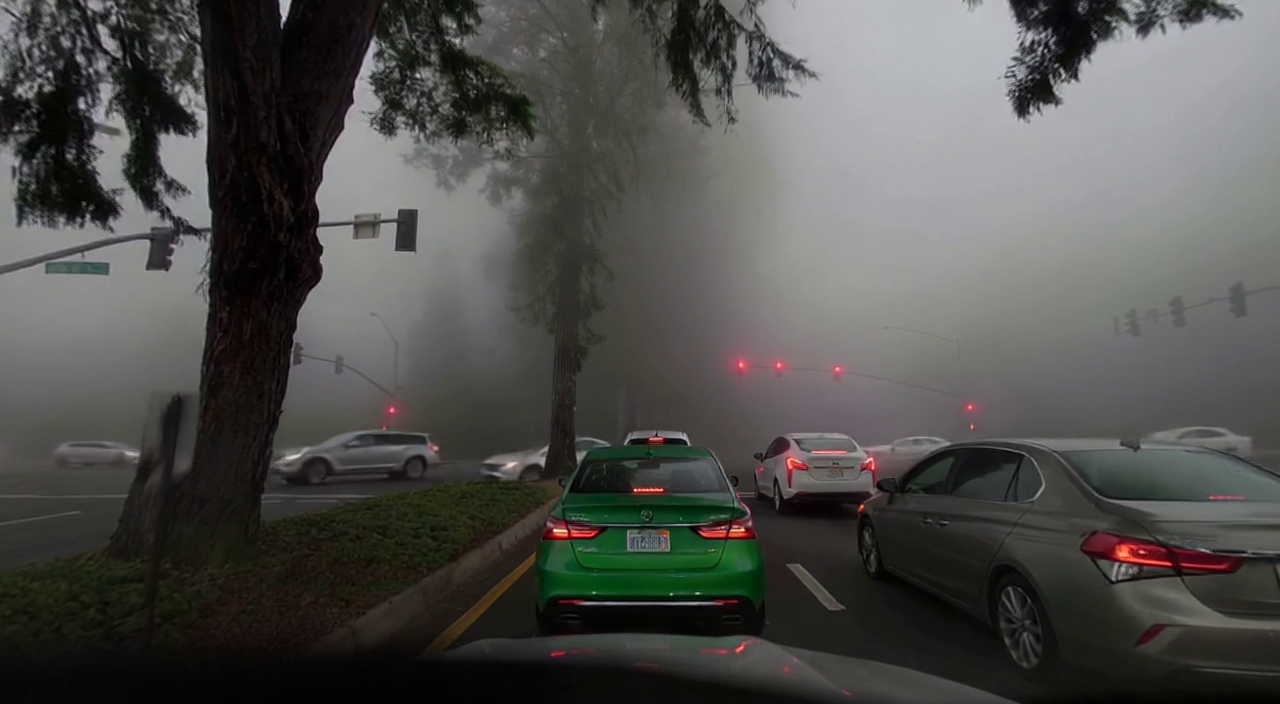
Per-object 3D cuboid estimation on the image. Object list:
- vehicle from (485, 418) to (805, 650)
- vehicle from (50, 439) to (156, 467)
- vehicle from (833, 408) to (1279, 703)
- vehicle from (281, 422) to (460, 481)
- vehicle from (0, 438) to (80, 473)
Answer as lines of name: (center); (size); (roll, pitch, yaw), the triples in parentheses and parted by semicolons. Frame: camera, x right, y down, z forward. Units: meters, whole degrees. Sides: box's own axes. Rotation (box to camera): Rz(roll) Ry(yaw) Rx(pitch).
vehicle: (0.025, 1.473, 6.162); (2.026, 1.458, 4.175); (0, -9, 0)
vehicle: (-31.840, 5.986, 37.515); (4.754, 1.583, 1.954); (-1, -9, 7)
vehicle: (3.093, 1.303, 4.855); (1.861, 1.479, 4.371); (0, -9, 0)
vehicle: (-8.785, 3.278, 20.996); (1.998, 1.709, 4.984); (-8, -11, 42)
vehicle: (-30.362, 5.018, 30.778); (4.517, 1.637, 1.935); (-1, -9, 8)
